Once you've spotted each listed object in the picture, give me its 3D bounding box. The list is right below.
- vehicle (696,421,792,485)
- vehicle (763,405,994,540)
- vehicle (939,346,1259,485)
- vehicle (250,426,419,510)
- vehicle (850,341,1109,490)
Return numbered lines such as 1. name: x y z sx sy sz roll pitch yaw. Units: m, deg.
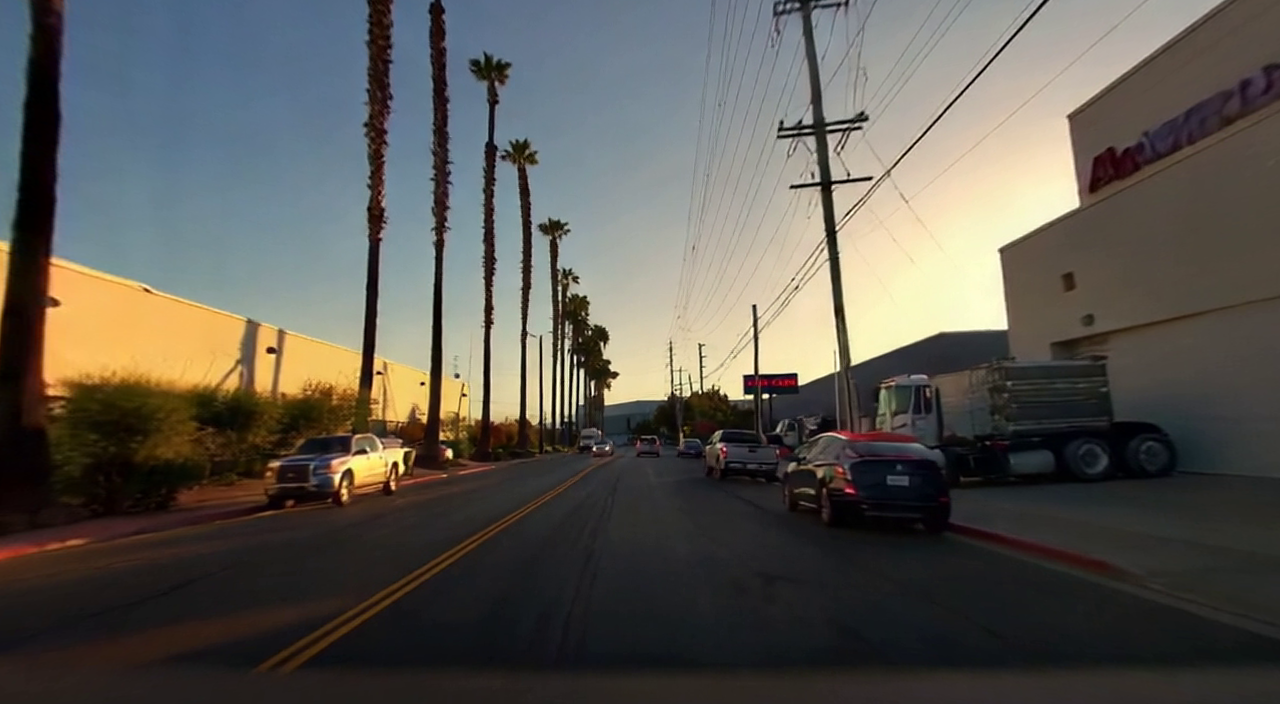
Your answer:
1. vehicle: 3.524 3.587 22.818 2.345 1.969 6.070 0 -8 -1
2. vehicle: 3.701 1.975 10.995 2.098 1.816 4.709 0 -8 -1
3. vehicle: 11.464 1.913 17.115 2.840 2.807 7.405 -3 -9 -1
4. vehicle: -8.093 3.103 17.476 2.105 1.836 5.338 -2 -8 -1
5. vehicle: 8.074 1.776 16.381 2.993 3.033 6.781 -1 -8 1
